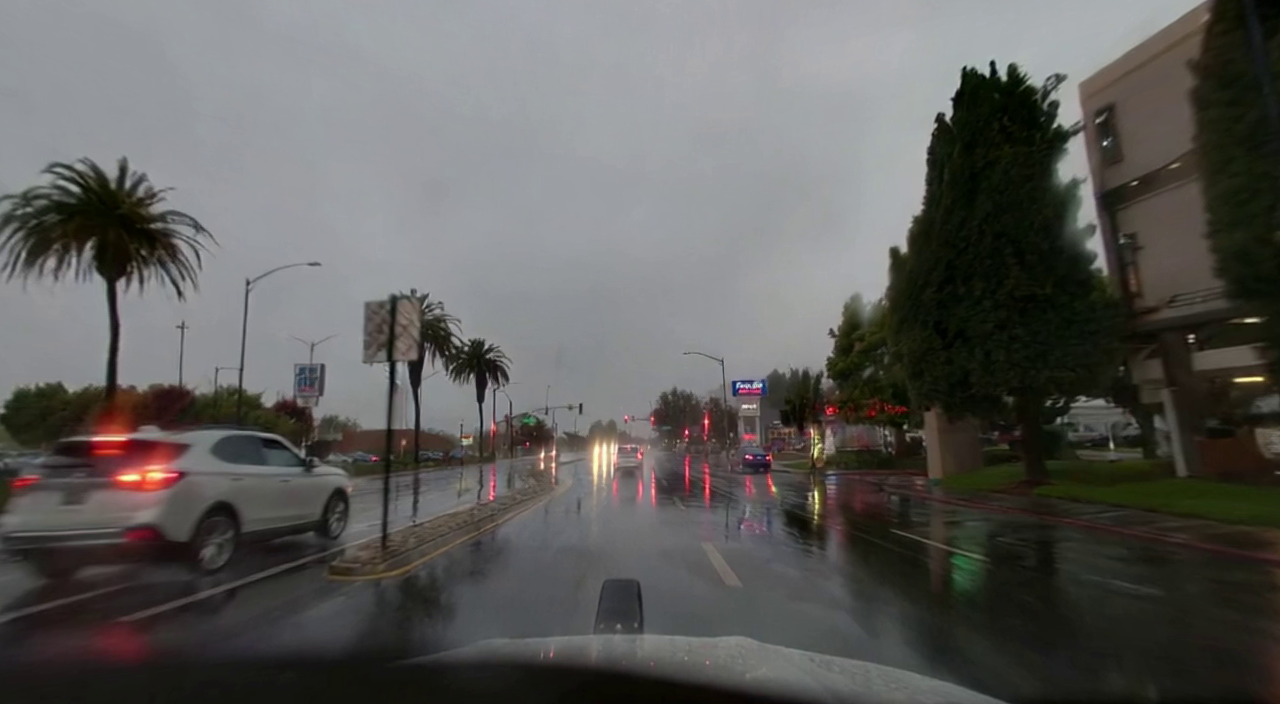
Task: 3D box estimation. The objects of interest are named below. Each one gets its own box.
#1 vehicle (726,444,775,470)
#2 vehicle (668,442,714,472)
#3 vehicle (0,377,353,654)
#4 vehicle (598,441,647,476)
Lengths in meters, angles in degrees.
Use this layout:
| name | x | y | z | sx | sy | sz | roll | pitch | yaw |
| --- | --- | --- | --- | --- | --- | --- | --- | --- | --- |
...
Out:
| name | x | y | z | sx | sy | sz | roll | pitch | yaw |
| --- | --- | --- | --- | --- | --- | --- | --- | --- | --- |
| vehicle | 6.614 | 6.359 | 38.473 | 1.922 | 1.461 | 4.868 | 0 | -9 | -2 |
| vehicle | 2.727 | 5.708 | 34.594 | 2.060 | 1.471 | 4.168 | 0 | -9 | -1 |
| vehicle | -5.274 | 1.488 | 6.829 | 2.158 | 1.820 | 5.284 | -1 | -8 | -3 |
| vehicle | -0.810 | 4.947 | 29.662 | 2.160 | 1.508 | 4.319 | 0 | -9 | -1 |
